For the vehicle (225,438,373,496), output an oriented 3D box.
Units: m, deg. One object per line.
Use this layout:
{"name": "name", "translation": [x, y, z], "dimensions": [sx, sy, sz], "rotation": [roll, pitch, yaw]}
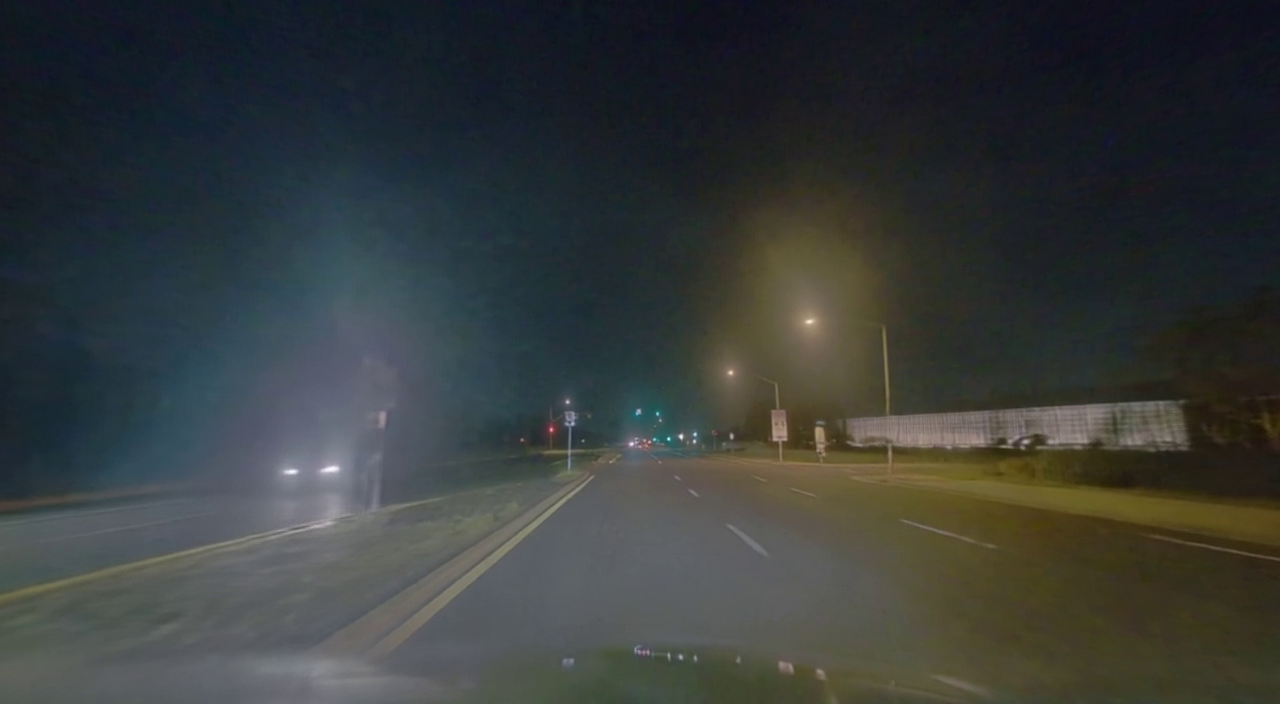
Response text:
{"name": "vehicle", "translation": [-10.576, 3.595, 20.175], "dimensions": [1.916, 1.593, 5.012], "rotation": [0, -8, 0]}
